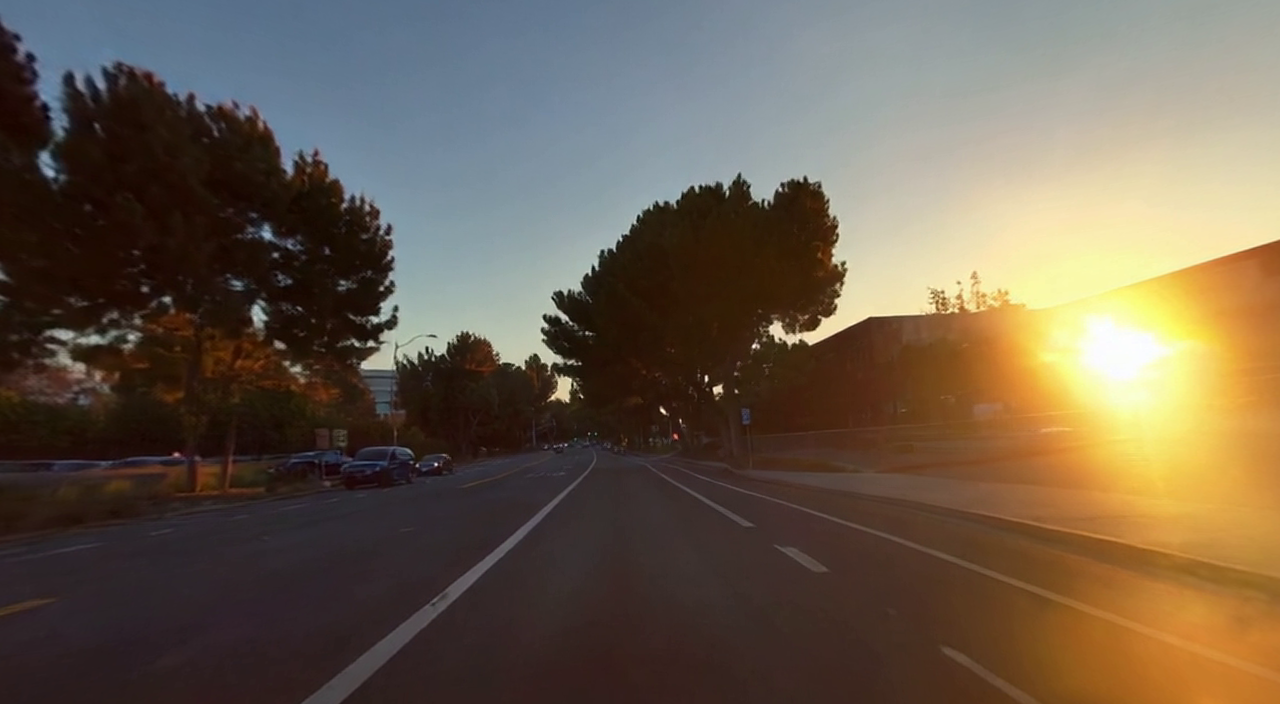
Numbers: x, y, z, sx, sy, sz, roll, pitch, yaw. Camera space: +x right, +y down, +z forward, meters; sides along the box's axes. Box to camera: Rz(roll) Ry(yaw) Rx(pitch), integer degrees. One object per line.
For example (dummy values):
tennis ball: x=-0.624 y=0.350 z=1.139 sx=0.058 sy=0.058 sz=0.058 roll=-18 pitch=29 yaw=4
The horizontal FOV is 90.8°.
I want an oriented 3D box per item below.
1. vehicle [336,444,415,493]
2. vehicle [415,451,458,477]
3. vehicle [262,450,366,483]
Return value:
vehicle: x=-13.776 y=6.024 z=33.296 sx=2.314 sy=2.144 sz=5.403 roll=-4 pitch=-7 yaw=-6
vehicle: x=-15.102 y=8.344 z=47.112 sx=2.090 sy=1.680 sz=4.434 roll=-3 pitch=-9 yaw=-6
vehicle: x=-20.160 y=7.085 z=39.218 sx=5.168 sy=1.886 sz=2.283 roll=-1 pitch=-8 yaw=1
